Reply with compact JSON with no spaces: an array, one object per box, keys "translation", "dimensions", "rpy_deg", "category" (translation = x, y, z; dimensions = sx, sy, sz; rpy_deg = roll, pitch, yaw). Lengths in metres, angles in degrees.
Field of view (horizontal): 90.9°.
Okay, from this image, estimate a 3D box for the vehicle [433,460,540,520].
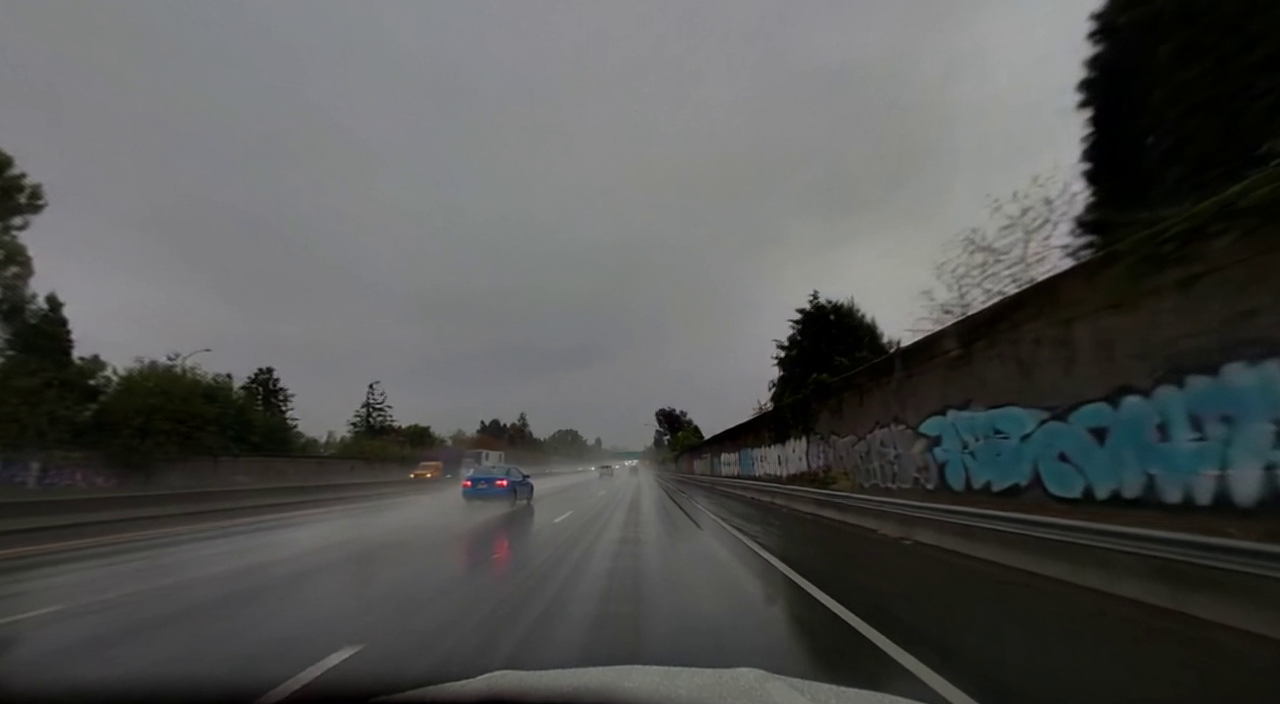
[{"translation":[-4.088,3.745,17.419],"dimensions":[1.941,1.437,3.829],"rpy_deg":[1,-10,0],"category":"vehicle"}]
